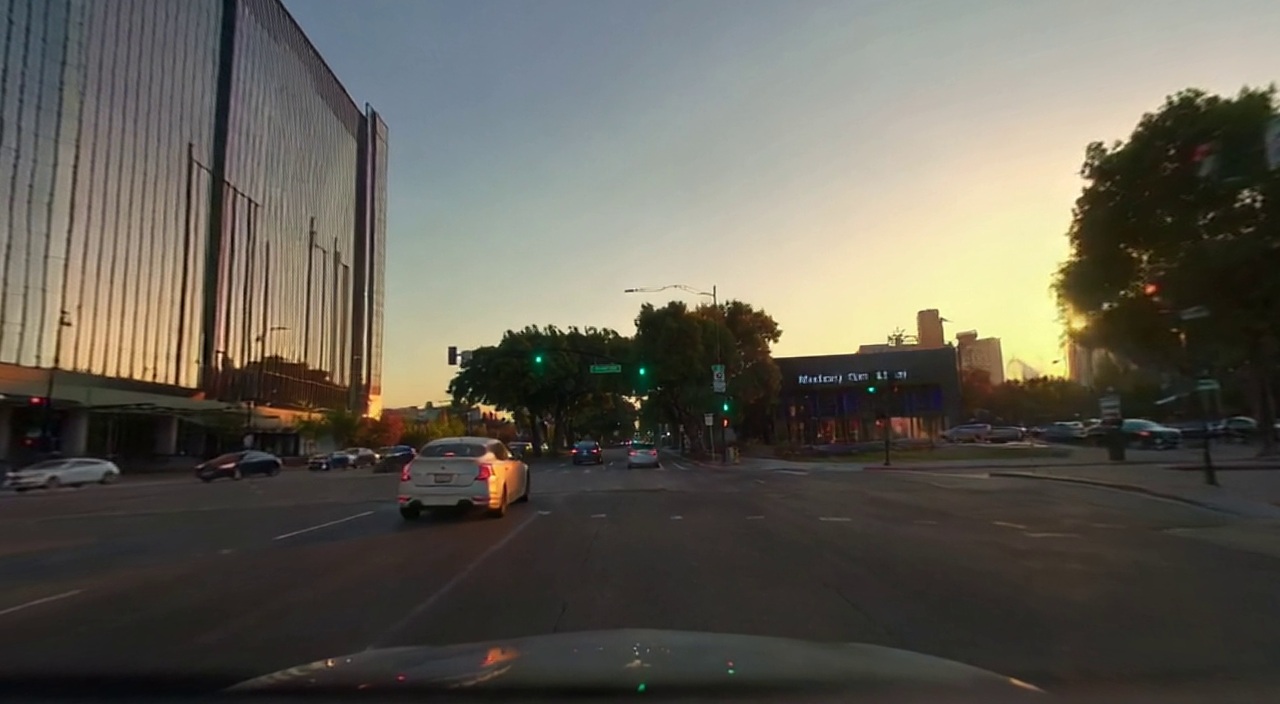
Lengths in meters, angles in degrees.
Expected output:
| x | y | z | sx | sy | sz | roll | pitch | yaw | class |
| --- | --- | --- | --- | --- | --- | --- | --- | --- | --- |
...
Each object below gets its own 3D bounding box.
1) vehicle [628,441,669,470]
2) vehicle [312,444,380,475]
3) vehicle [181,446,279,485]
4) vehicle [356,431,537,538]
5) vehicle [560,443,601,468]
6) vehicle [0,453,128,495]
| x | y | z | sx | sy | sz | roll | pitch | yaw | class |
| --- | --- | --- | --- | --- | --- | --- | --- | --- | --- |
| 0.430 | 5.701 | 35.100 | 2.102 | 1.482 | 4.125 | 0 | -8 | 0 | vehicle |
| -17.253 | 6.294 | 37.319 | 1.926 | 1.711 | 4.516 | 0 | -8 | -1 | vehicle |
| -20.205 | 5.562 | 31.370 | 1.931 | 1.722 | 4.419 | 0 | -8 | -1 | vehicle |
| -3.137 | 2.206 | 11.160 | 1.983 | 1.545 | 3.773 | 0 | -8 | 0 | vehicle |
| -3.562 | 6.307 | 38.764 | 2.088 | 1.430 | 4.482 | 0 | -8 | 0 | vehicle |
| -26.741 | 5.611 | 29.416 | 1.902 | 1.670 | 4.607 | 0 | -8 | -1 | vehicle |
